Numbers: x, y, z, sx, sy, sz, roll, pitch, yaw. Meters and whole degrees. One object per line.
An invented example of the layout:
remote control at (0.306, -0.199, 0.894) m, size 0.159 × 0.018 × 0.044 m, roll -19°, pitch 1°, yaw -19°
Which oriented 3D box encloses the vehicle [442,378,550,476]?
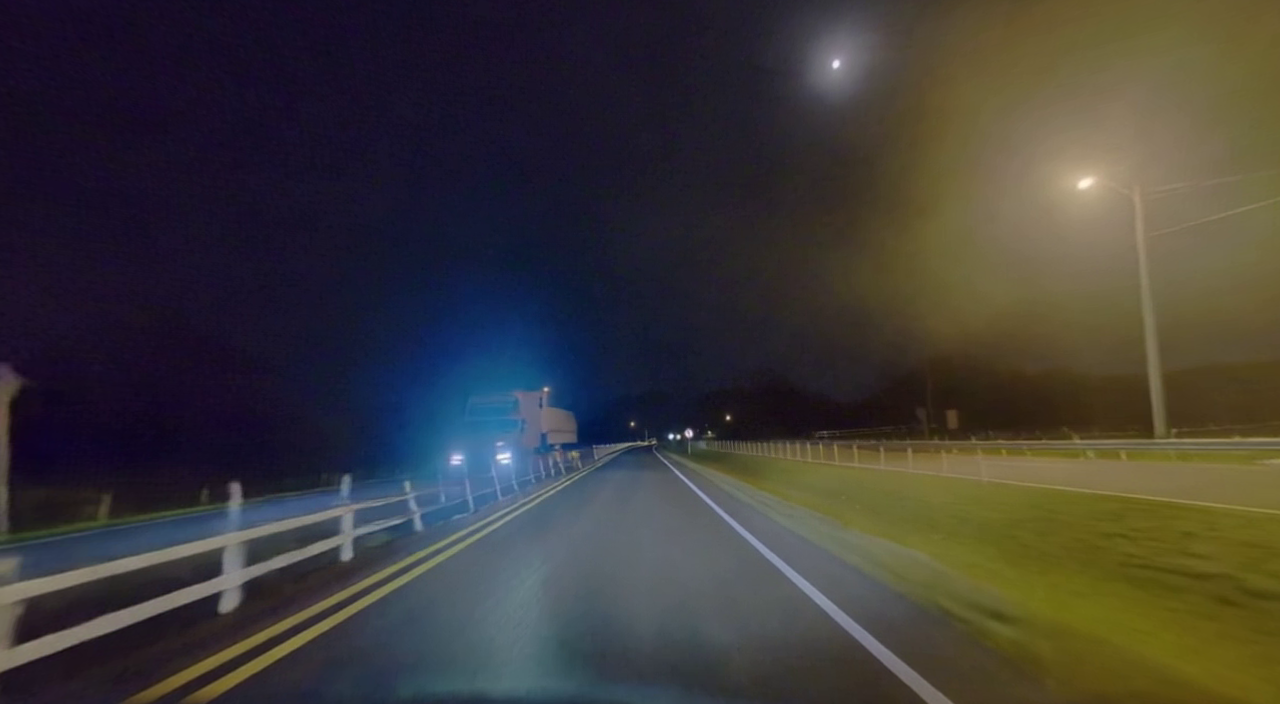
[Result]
vehicle at (-6.275, 3.456, 28.590) m, size 3.460 × 3.937 × 5.736 m, roll -1°, pitch -8°, yaw 1°
